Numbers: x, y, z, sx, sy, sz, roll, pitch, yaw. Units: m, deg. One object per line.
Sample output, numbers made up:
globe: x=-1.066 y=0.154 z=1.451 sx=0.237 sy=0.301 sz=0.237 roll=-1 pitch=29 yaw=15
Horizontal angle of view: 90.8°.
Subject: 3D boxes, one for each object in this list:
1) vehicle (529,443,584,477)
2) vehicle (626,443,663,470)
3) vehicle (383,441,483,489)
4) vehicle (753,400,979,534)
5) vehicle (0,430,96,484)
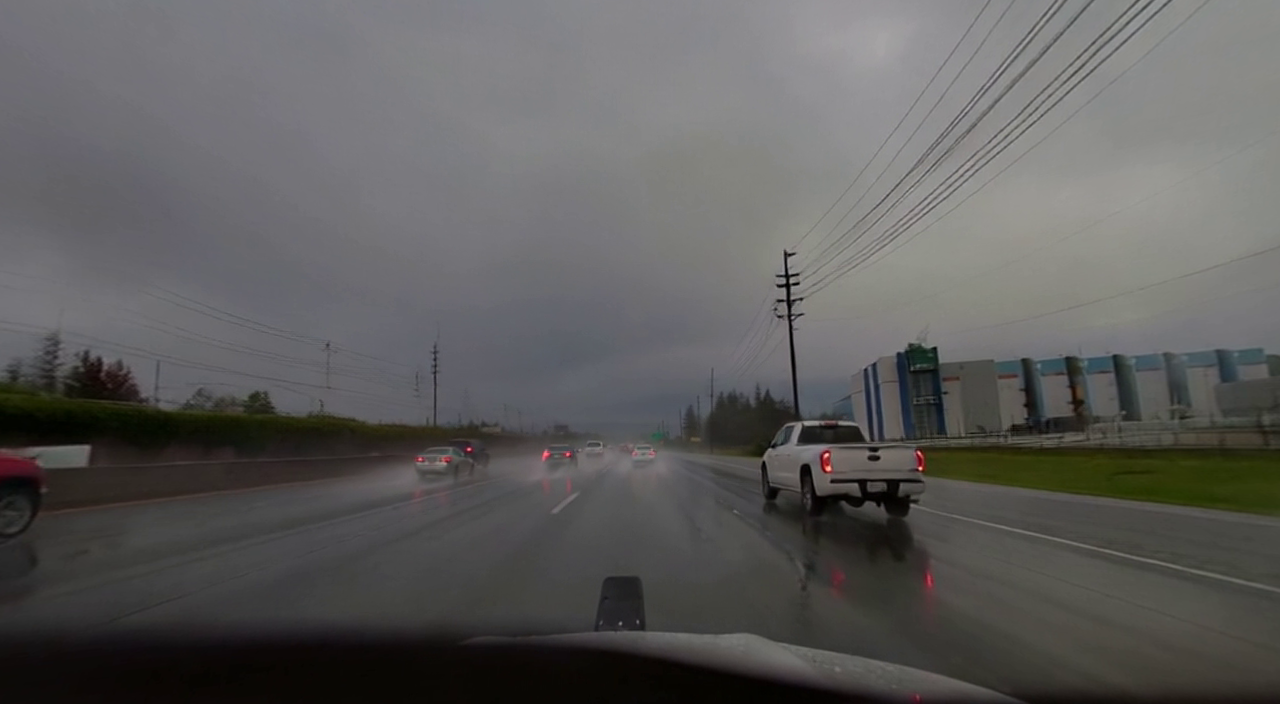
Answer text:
vehicle: x=-3.783 y=4.951 z=29.344 sx=1.938 sy=1.444 sz=4.206 roll=0 pitch=-8 yaw=0
vehicle: x=0.235 y=6.007 z=36.462 sx=2.030 sy=1.471 sz=4.115 roll=0 pitch=-8 yaw=0
vehicle: x=-7.167 y=3.935 z=22.468 sx=1.959 sy=1.496 sz=4.740 roll=0 pitch=-8 yaw=0
vehicle: x=3.730 y=2.032 z=11.743 sx=2.231 sy=1.919 sz=5.086 roll=0 pitch=-8 yaw=-1
vehicle: x=-38.098 y=6.500 z=39.139 sx=2.716 sy=3.066 sz=6.526 roll=0 pitch=-9 yaw=1
